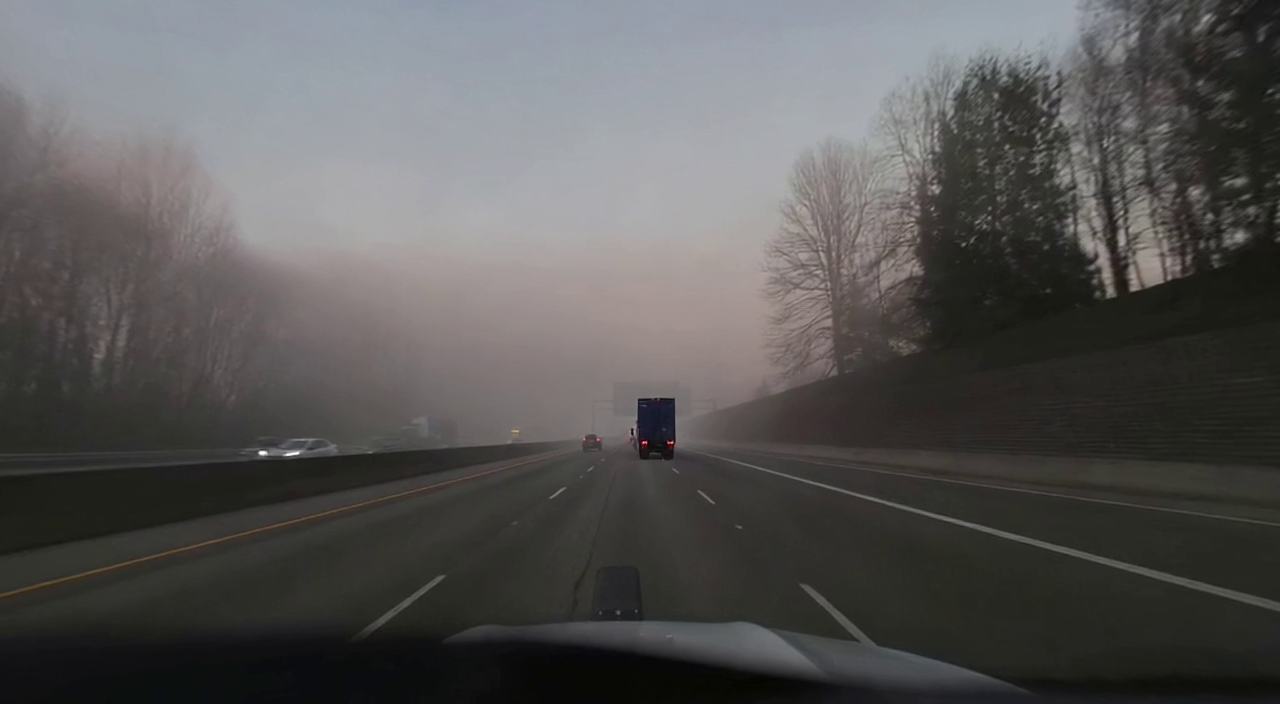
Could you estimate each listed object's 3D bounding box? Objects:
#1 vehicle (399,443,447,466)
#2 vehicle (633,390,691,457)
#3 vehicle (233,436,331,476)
[{"bbox_3d":[-14.687,6.937,42.718,1.772,1.463,3.906,0,-8,1],"label":"vehicle"},{"bbox_3d":[1.208,5.431,45.758,2.965,3.972,16.689,0,-8,-2],"label":"vehicle"},{"bbox_3d":[-18.813,5.454,33.427,2.106,1.954,5.200,0,-8,0],"label":"vehicle"}]
